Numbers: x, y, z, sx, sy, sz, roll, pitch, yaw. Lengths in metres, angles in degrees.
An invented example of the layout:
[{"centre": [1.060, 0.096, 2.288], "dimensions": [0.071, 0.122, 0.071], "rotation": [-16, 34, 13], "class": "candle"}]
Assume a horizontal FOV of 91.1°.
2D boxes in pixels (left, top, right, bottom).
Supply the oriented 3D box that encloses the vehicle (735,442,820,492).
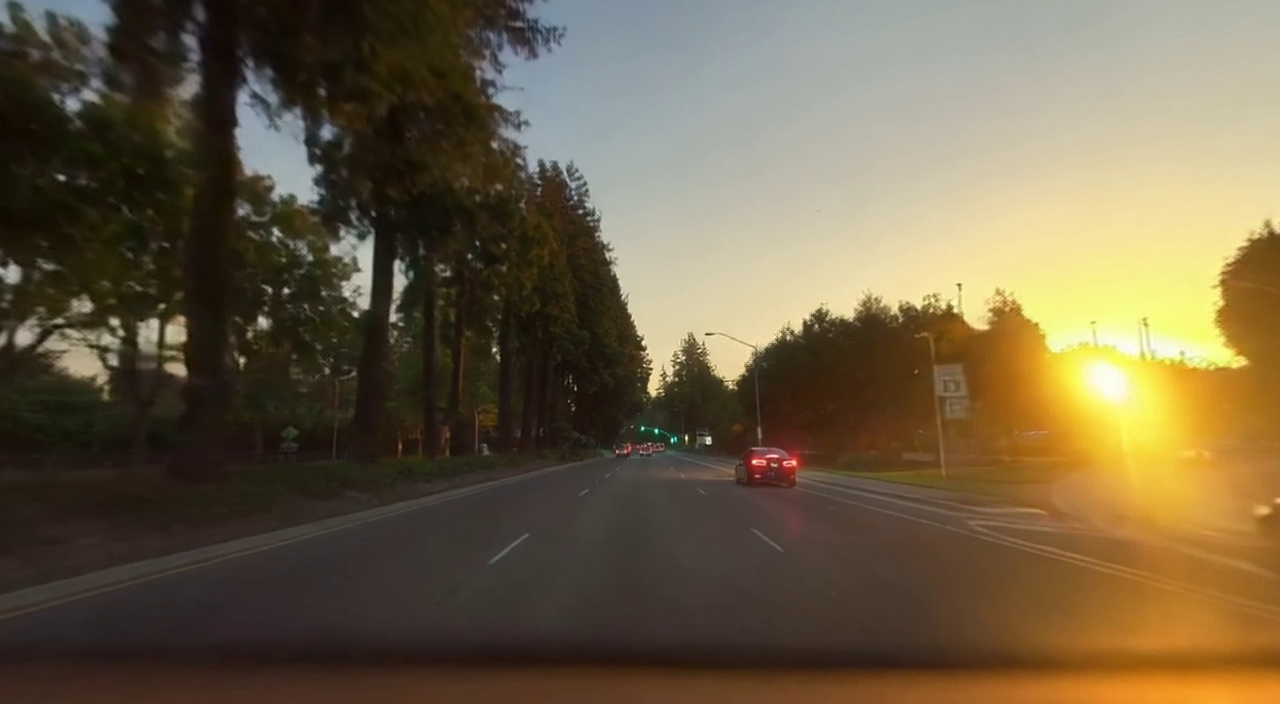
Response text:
[{"centre": [4.573, 3.873, 21.604], "dimensions": [1.913, 1.516, 4.322], "rotation": [0, -9, 0], "class": "vehicle"}]
